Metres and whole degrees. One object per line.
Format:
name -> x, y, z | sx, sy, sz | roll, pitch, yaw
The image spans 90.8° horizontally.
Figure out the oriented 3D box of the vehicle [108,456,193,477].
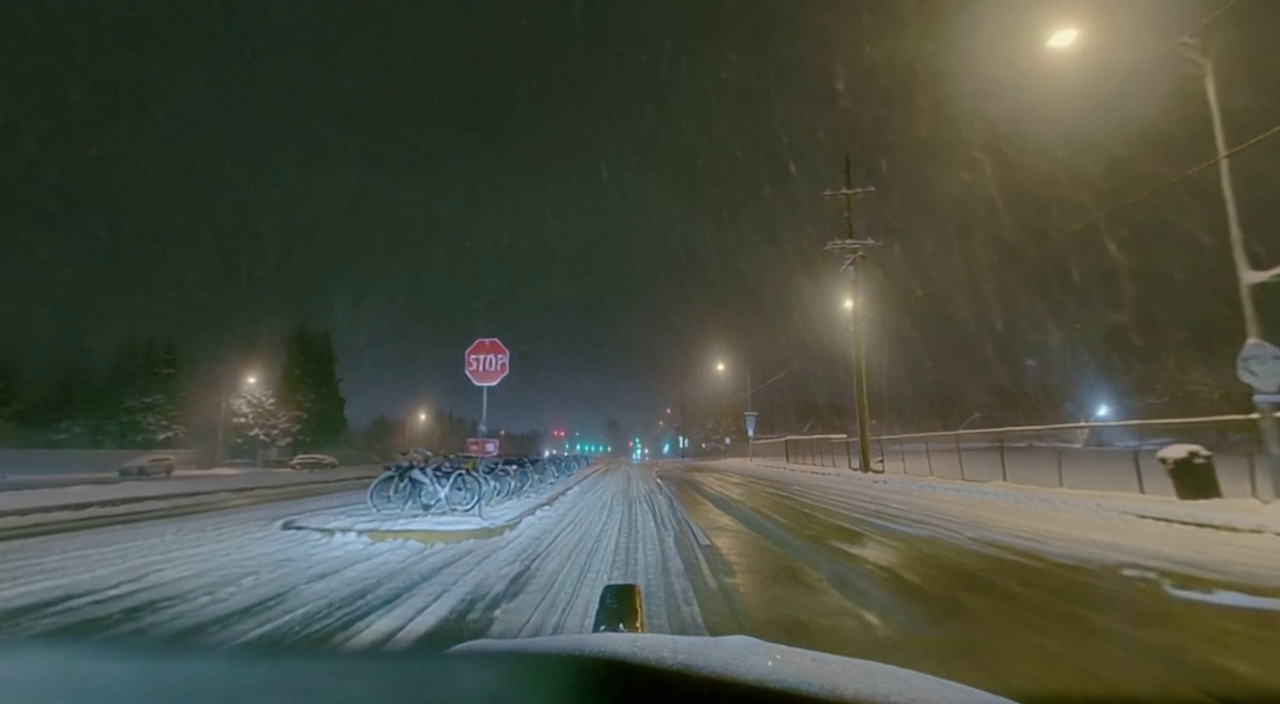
vehicle -> -33.937, 7.946, 43.913 | 4.327, 1.402, 1.757 | 0, -9, -4
